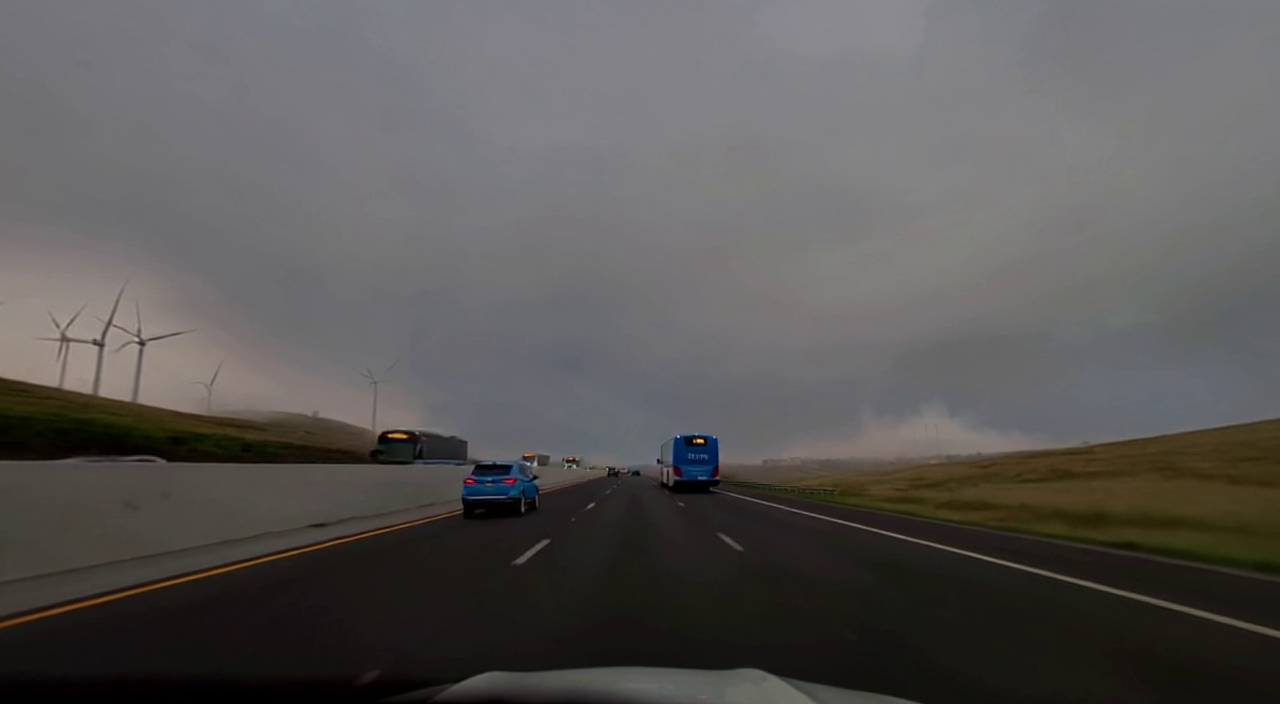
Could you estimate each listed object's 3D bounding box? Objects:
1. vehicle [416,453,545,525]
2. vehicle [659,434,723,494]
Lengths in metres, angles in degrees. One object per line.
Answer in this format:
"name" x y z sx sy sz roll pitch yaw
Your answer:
"vehicle" -3.950 3.516 16.482 2.213 1.568 4.274 1 -11 0
"vehicle" 3.361 8.214 45.895 2.941 3.574 14.463 1 -11 -2
